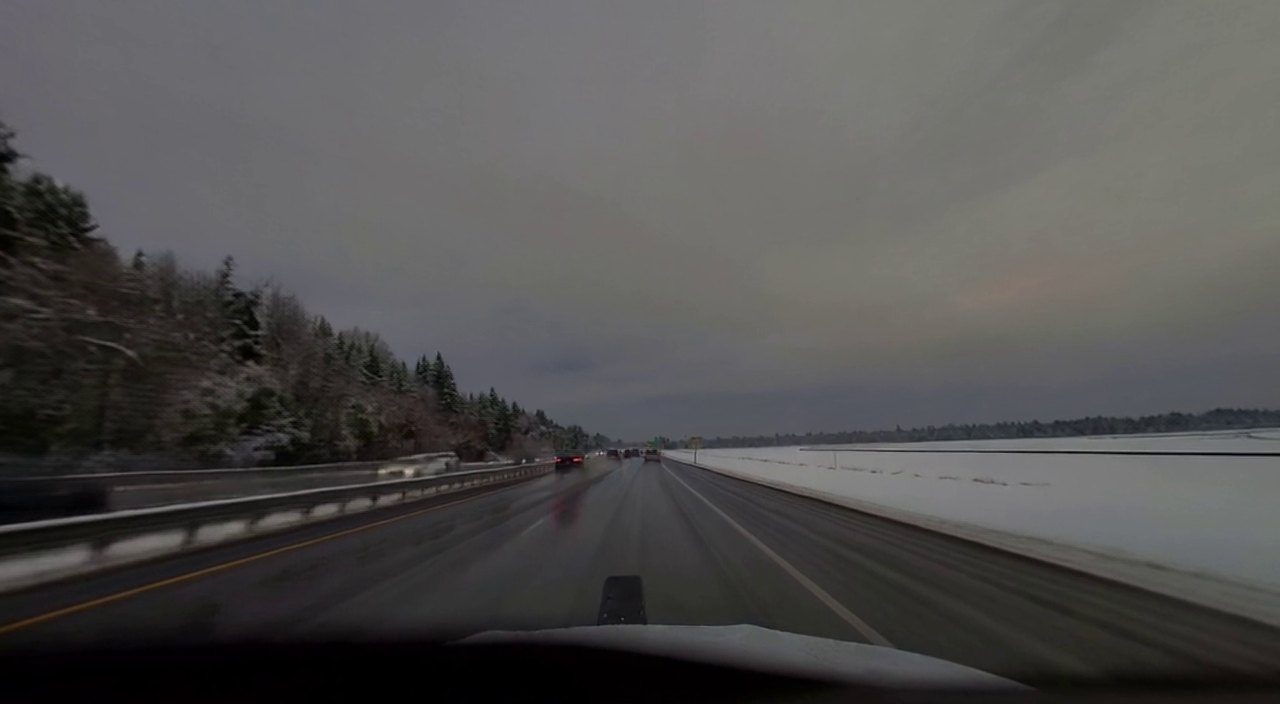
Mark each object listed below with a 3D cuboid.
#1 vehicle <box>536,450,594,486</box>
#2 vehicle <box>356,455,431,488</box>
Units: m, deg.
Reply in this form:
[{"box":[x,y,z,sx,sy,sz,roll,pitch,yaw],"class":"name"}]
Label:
[{"box":[-3.238,5.118,28.064,1.970,1.483,4.097,-1,-9,1],"class":"vehicle"},{"box":[-12.143,5.881,31.385,1.931,1.490,4.511,0,-9,0],"class":"vehicle"}]
